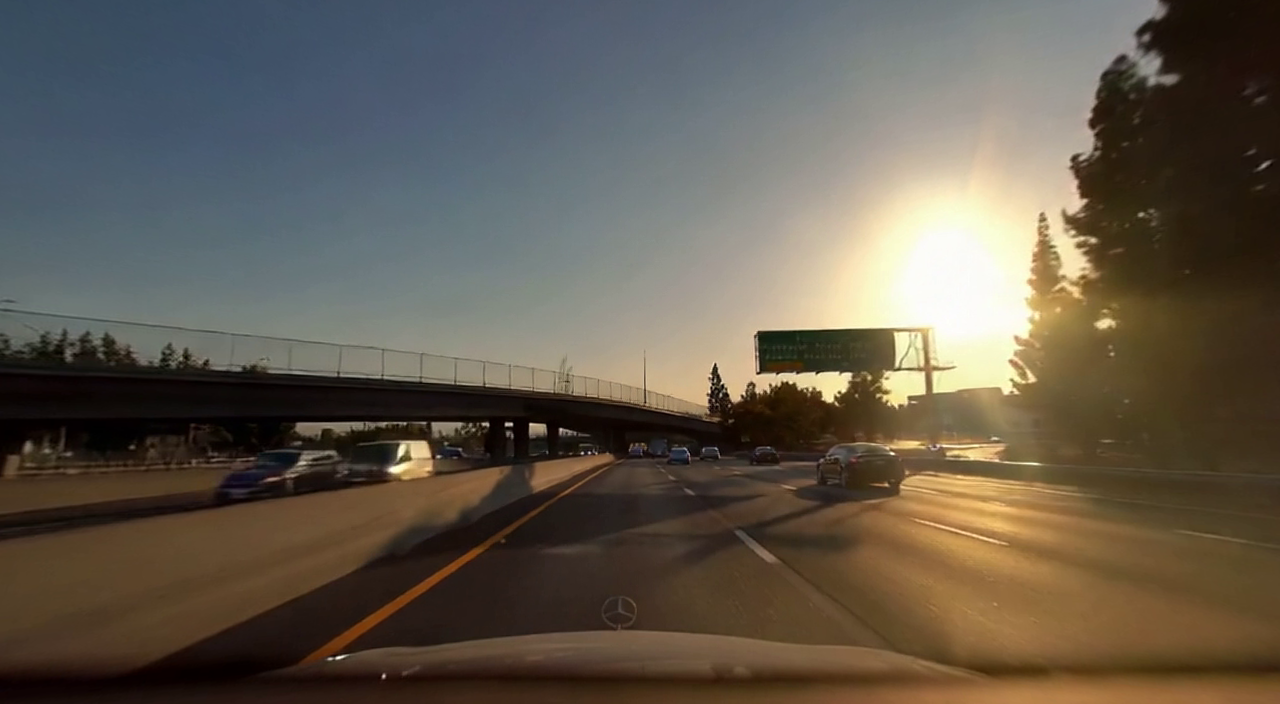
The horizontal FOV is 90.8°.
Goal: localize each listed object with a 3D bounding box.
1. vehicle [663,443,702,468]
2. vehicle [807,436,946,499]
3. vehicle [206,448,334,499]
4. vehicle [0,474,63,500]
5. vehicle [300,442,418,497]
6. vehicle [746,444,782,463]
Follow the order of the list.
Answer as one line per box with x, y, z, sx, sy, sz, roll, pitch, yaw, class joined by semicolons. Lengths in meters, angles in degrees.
2.655;6.560;40.231;1.993;1.507;4.594;0;-8;-2;vehicle
6.326;3.126;17.561;1.952;1.489;4.483;0;-8;-2;vehicle
-13.323;4.374;23.153;1.989;1.628;4.420;-1;-8;0;vehicle
-44.755;9.645;45.282;4.638;1.692;2.010;0;-9;-2;vehicle
-10.029;4.192;23.037;2.147;1.758;4.619;-1;-8;0;vehicle
9.528;7.838;48.922;1.838;1.440;4.121;0;-8;-2;vehicle
